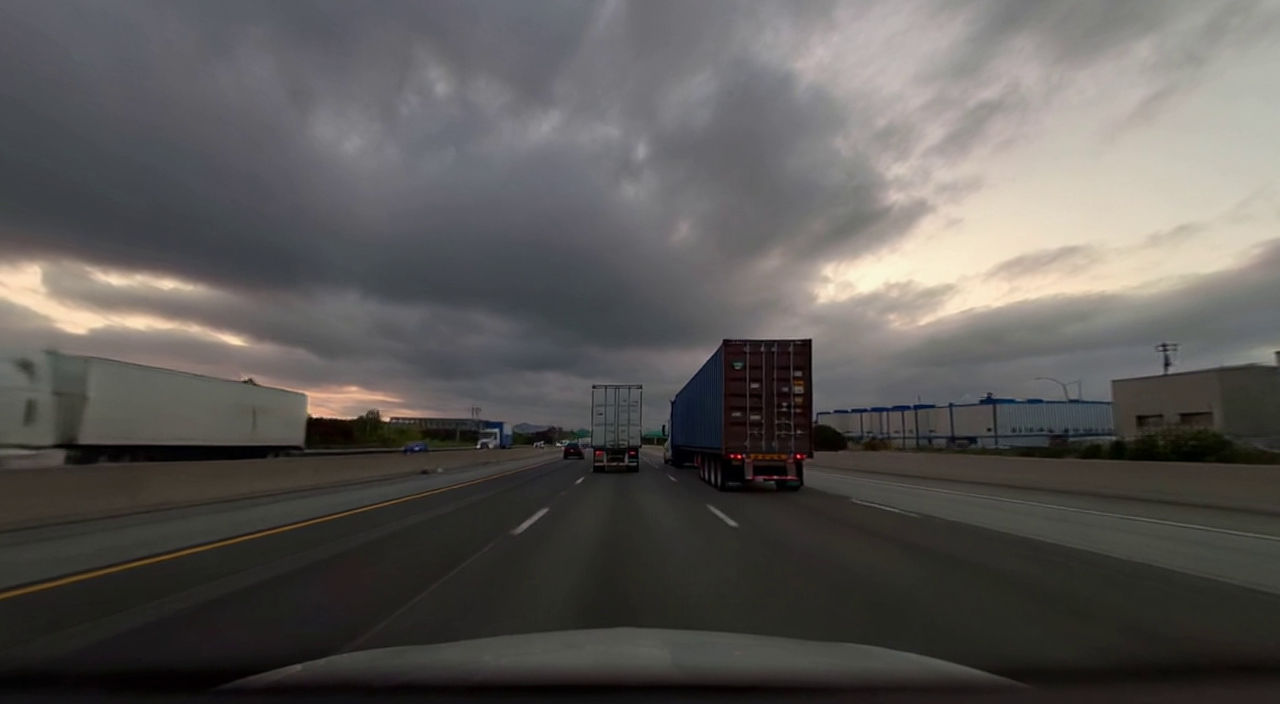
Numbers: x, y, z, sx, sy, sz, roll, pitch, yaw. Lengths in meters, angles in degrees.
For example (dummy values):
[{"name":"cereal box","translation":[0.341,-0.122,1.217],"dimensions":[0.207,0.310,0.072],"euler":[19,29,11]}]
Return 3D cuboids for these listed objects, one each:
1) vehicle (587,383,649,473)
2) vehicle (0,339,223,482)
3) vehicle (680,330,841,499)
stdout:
[{"name":"vehicle","translation":[-1.048,4.370,35.047],"dimensions":[2.841,4.071,12.046],"euler":[0,-8,0]},{"name":"vehicle","translation":[-20.795,2.371,23.074],"dimensions":[3.084,4.220,12.355],"euler":[0,-9,-2]},{"name":"vehicle","translation":[3.289,2.419,21.684],"dimensions":[2.803,4.072,12.744],"euler":[0,-8,-1]}]
